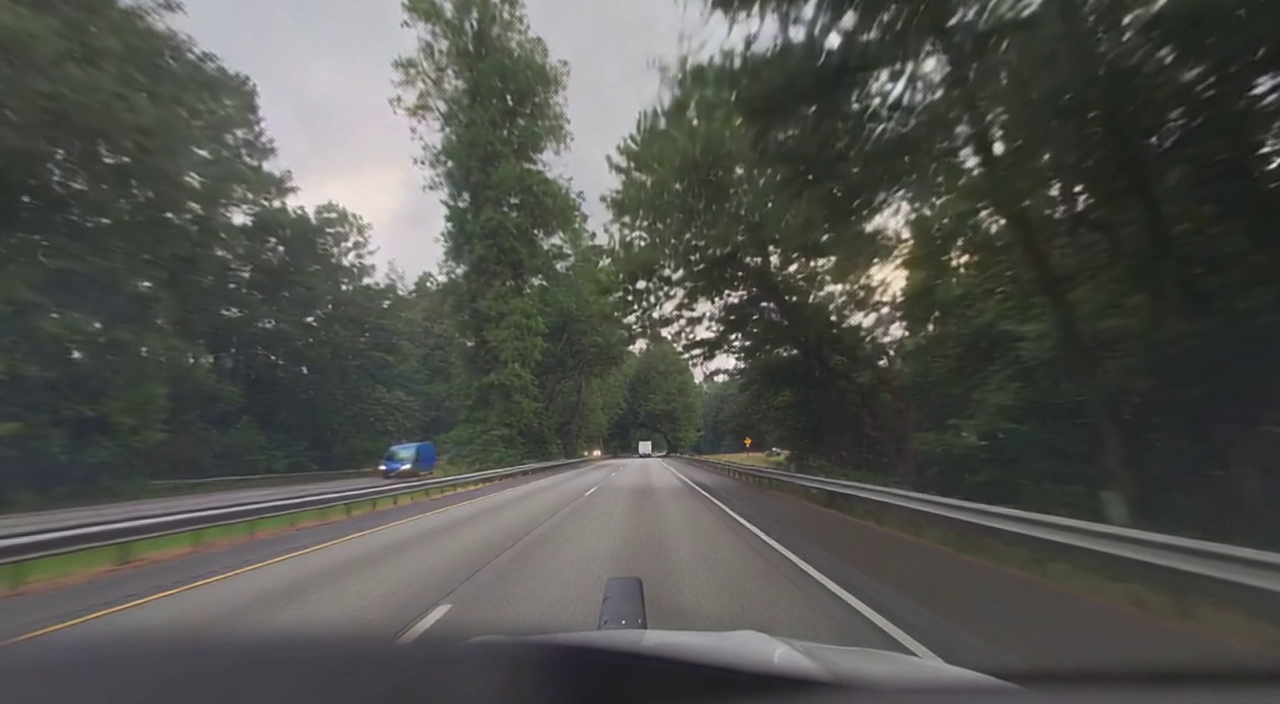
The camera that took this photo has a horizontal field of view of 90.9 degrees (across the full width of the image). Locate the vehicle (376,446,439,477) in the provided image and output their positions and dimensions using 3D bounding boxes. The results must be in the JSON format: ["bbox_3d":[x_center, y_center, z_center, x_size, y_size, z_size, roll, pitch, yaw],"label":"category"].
[{"bbox_3d":[-15.113,7.108,41.228,2.140,1.899,4.803,0,-9,2],"label":"vehicle"}]
